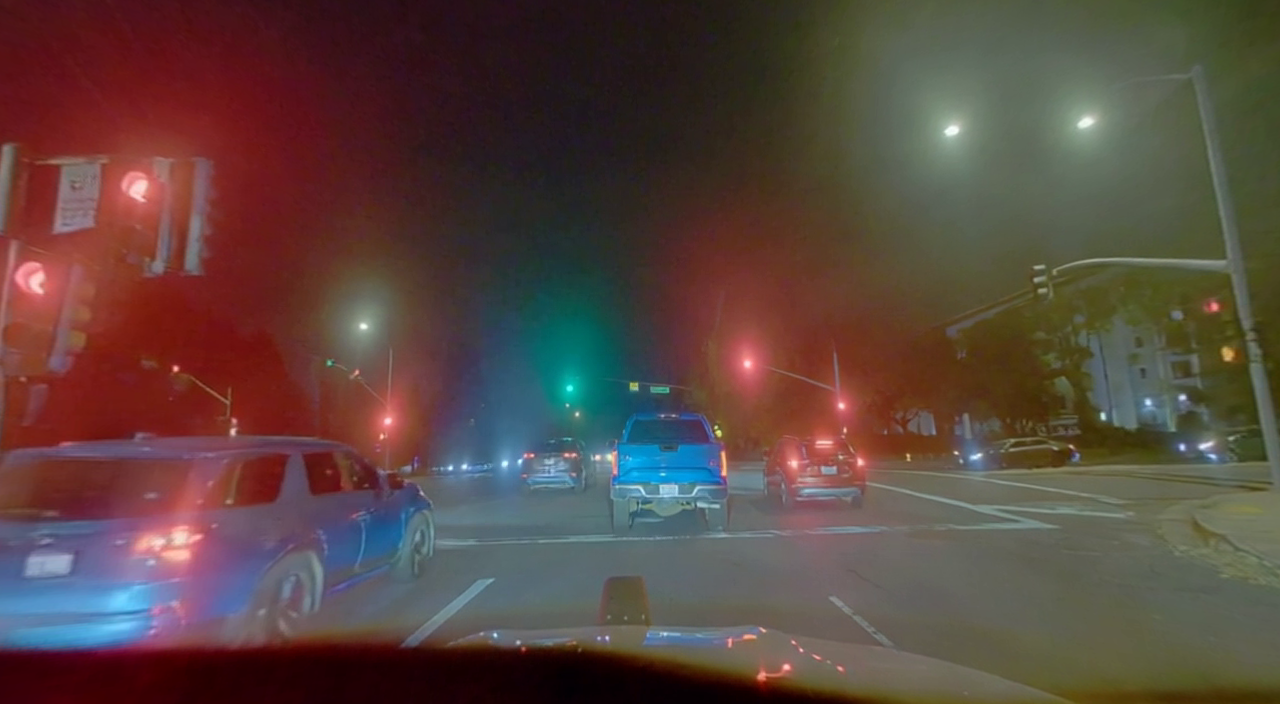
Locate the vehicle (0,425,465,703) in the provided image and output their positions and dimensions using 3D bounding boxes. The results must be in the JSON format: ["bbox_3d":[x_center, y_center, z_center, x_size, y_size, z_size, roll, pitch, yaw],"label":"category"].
[{"bbox_3d":[-3.318,1.487,5.765,1.998,1.481,4.656,0,-8,1],"label":"vehicle"}]

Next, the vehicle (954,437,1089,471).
[{"bbox_3d":[16.735,4.491,27.794,4.809,1.458,1.842,1,-8,-3],"label":"vehicle"}]

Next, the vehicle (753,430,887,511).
[{"bbox_3d":[4.129,2.787,15.287,1.984,1.659,4.226,0,-8,0],"label":"vehicle"}]

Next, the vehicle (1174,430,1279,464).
[{"bbox_3d":[27.610,4.327,28.782,4.681,1.458,1.908,0,-8,-1],"label":"vehicle"}]

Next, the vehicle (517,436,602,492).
[{"bbox_3d":[-2.645,3.837,22.043,2.125,1.739,4.707,0,-8,3],"label":"vehicle"}]

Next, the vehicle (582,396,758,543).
[{"bbox_3d":[0.511,2.019,11.461,2.505,2.084,4.768,0,-8,2],"label":"vehicle"}]

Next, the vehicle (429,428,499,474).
[{"bbox_3d":[-13.061,7.416,47.539,2.856,3.139,8.117,0,-8,0],"label":"vehicle"}]
